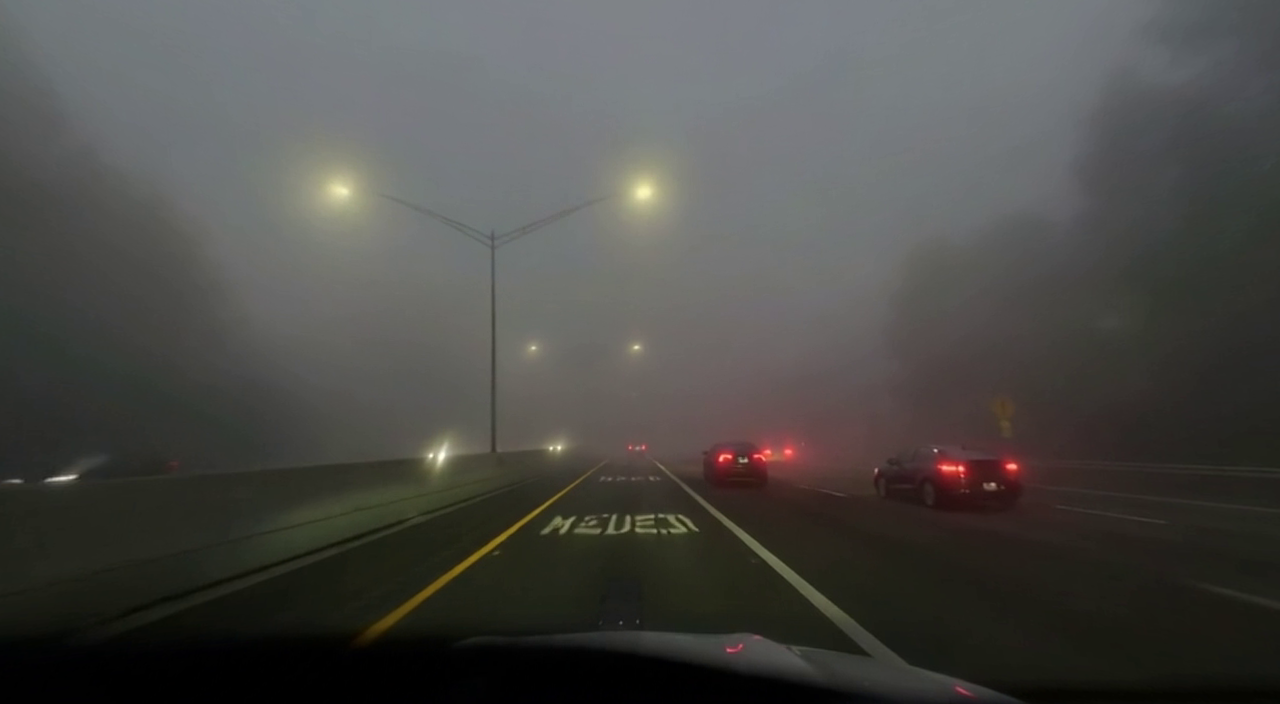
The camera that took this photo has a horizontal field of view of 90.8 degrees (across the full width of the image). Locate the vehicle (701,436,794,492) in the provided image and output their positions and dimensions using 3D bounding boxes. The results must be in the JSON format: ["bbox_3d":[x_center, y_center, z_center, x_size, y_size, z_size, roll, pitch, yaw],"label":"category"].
[{"bbox_3d":[3.237,3.474,19.954,2.056,1.553,4.320,0,-9,-1],"label":"vehicle"}]

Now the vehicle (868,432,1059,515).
[{"bbox_3d":[6.808,2.579,13.870,2.038,1.528,3.910,0,-9,-1],"label":"vehicle"}]

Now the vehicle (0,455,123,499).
[{"bbox_3d":[-21.674,4.592,23.510,1.636,1.418,3.844,0,-9,-1],"label":"vehicle"}]
